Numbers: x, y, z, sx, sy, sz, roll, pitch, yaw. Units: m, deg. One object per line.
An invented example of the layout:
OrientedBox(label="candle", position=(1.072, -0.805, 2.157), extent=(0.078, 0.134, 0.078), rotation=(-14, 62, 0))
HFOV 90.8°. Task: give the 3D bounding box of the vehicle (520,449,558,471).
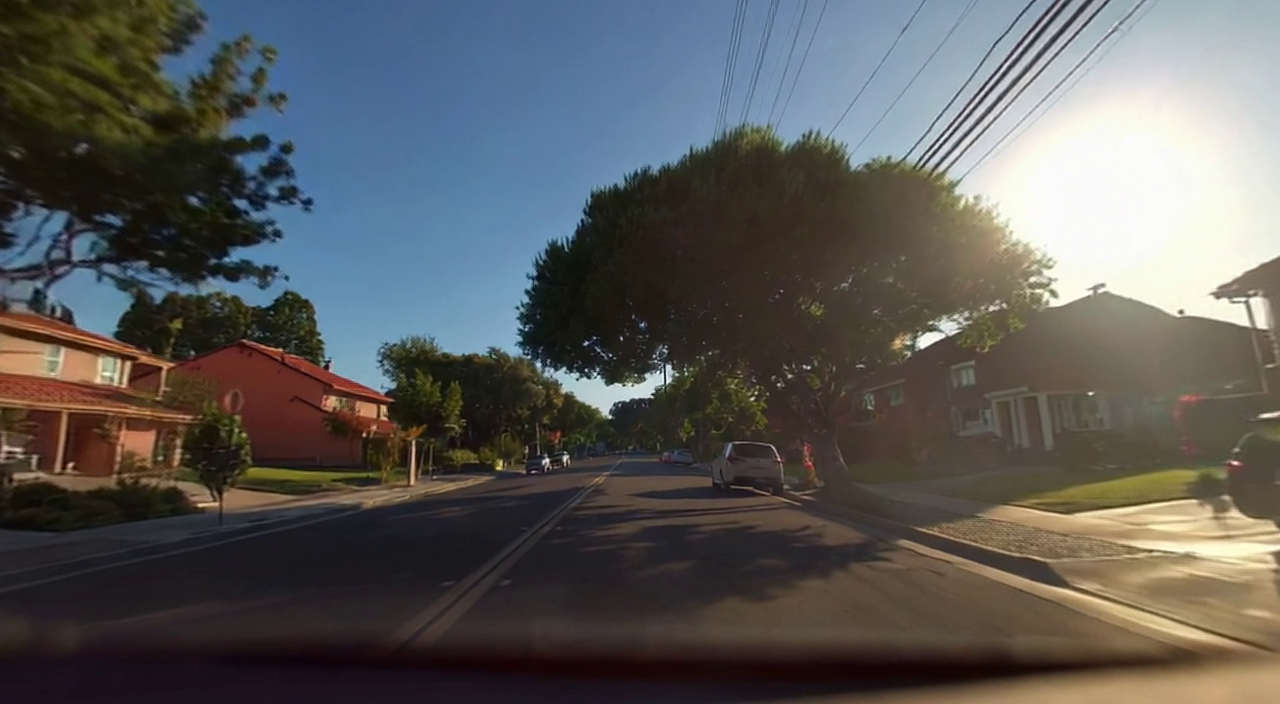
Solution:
OrientedBox(label="vehicle", position=(-7.460, 8.050, 47.193), extent=(1.956, 1.515, 4.607), rotation=(-1, -9, 1))

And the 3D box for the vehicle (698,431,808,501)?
OrientedBox(label="vehicle", position=(3.284, 3.448, 19.603), extent=(2.114, 1.858, 5.144), rotation=(0, -9, -4))

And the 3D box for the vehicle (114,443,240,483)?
OrientedBox(label="vehicle", position=(-22.151, 5.315, 30.548), extent=(2.139, 1.746, 5.099), rotation=(0, -9, 1))

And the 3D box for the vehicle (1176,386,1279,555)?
OrientedBox(label="vehicle", position=(9.535, 1.284, 6.951), extent=(5.490, 1.774, 1.867), rotation=(0, -9, 0))
